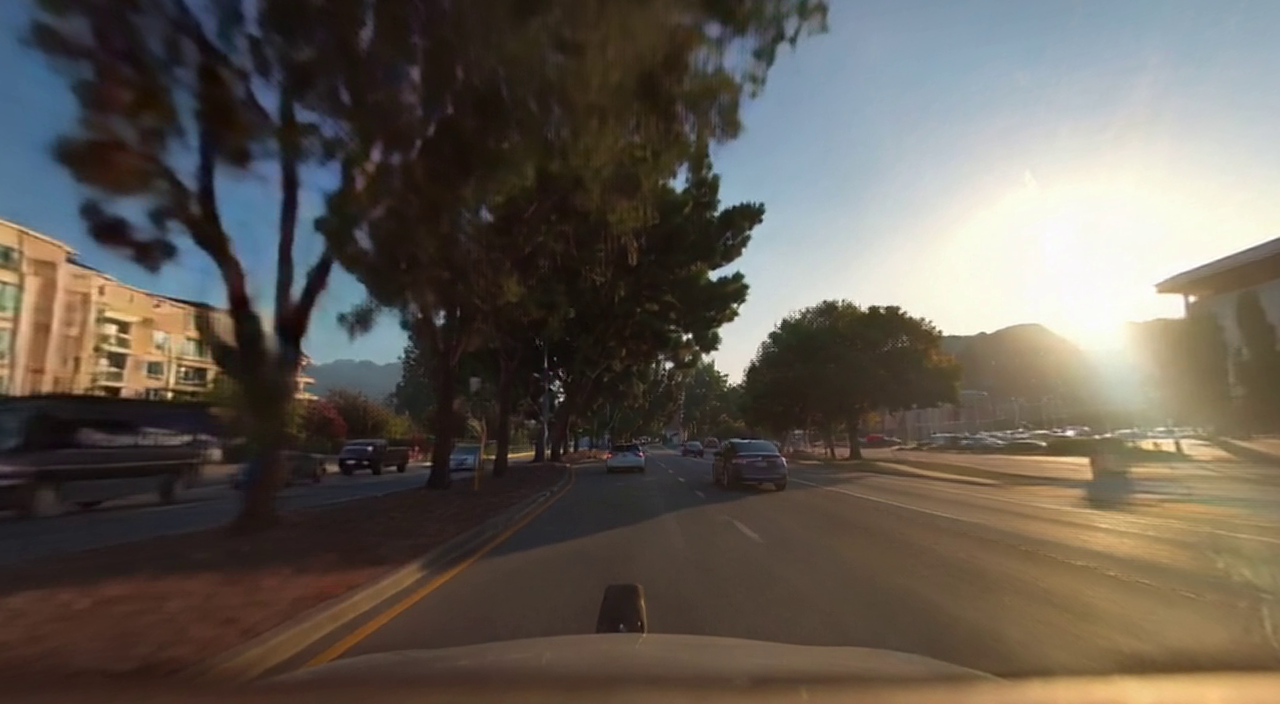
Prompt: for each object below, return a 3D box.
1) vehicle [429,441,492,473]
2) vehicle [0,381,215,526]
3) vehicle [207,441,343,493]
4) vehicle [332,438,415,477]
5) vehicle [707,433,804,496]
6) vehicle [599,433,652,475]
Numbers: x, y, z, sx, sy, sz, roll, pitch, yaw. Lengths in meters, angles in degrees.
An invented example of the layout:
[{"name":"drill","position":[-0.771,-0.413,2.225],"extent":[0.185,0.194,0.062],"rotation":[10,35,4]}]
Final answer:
[{"name":"vehicle","position":[-8.981,5.272,31.964],"extent":[1.849,1.506,4.060],"rotation":[0,-8,2]},{"name":"vehicle","position":[-12.410,2.164,13.695],"extent":[2.263,2.542,5.913],"rotation":[-2,-8,0]},{"name":"vehicle","position":[-12.293,3.856,21.710],"extent":[2.048,1.470,4.514],"rotation":[-2,-8,0]},{"name":"vehicle","position":[-12.580,4.975,30.188],"extent":[2.002,1.686,4.477],"rotation":[-1,-8,0]},{"name":"vehicle","position":[3.024,3.032,17.345],"extent":[1.852,1.498,3.825],"rotation":[0,-8,-1]},{"name":"vehicle","position":[-0.609,4.389,27.346],"extent":[2.101,1.694,3.979],"rotation":[0,-8,-1]}]
